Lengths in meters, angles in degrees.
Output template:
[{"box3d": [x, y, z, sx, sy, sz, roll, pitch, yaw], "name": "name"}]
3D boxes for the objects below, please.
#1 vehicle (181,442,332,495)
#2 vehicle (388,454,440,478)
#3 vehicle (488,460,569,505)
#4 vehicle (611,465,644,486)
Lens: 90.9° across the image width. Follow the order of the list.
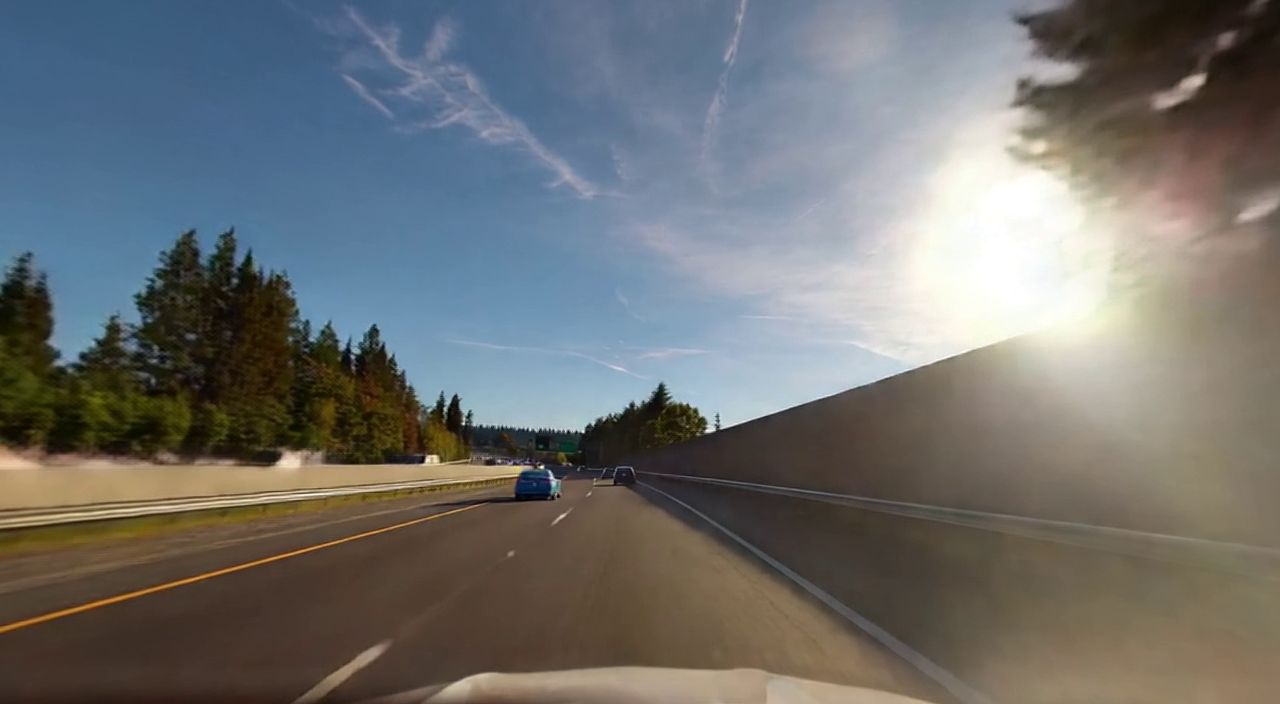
[{"box3d": [-12.496, 3.873, 21.019, 2.114, 1.518, 4.635, 1, -11, 0], "name": "vehicle"}, {"box3d": [-17.505, 8.908, 48.996, 2.289, 1.672, 4.818, 2, -10, -1], "name": "vehicle"}, {"box3d": [-4.159, 4.989, 24.346, 2.310, 1.521, 4.731, 1, -11, -1], "name": "vehicle"}, {"box3d": [-0.929, 9.387, 48.005, 2.363, 1.526, 4.687, 1, -11, -1], "name": "vehicle"}]
